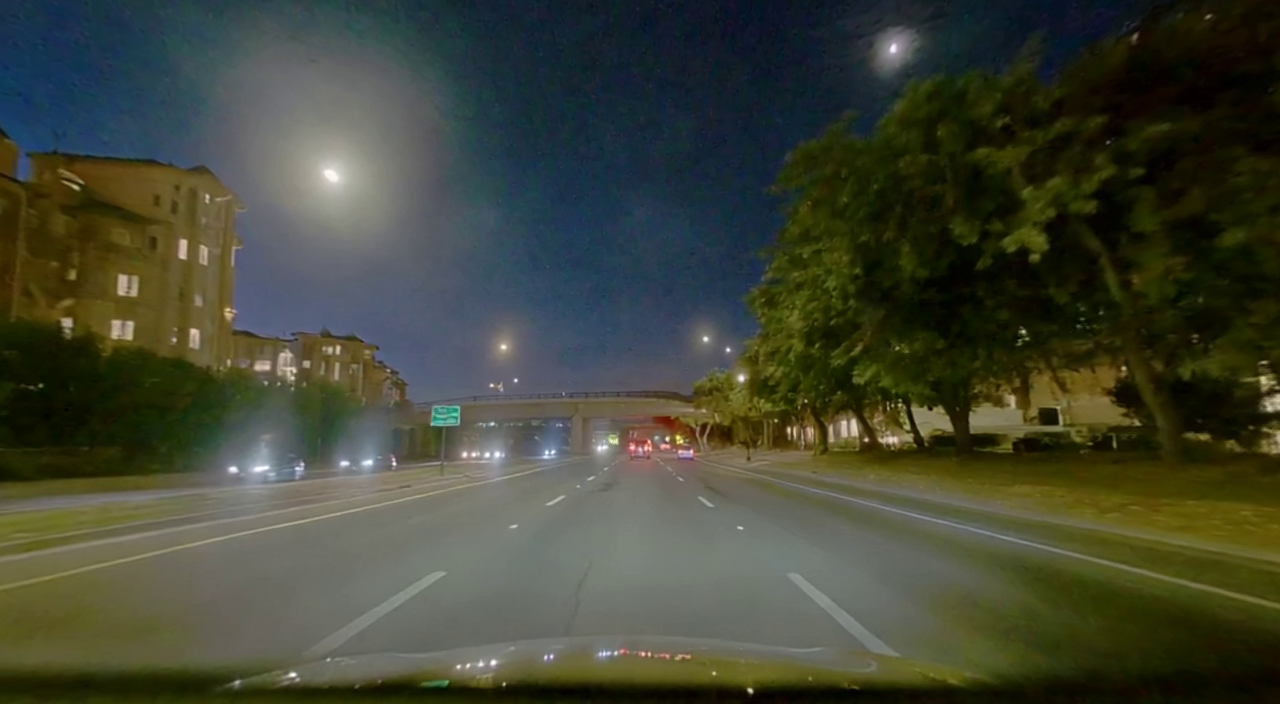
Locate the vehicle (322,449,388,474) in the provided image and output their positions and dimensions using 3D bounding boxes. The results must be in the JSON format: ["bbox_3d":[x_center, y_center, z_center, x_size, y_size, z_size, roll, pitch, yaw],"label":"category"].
[{"bbox_3d":[-18.480,7.092,41.219,1.911,1.536,5.073,0,-8,0],"label":"vehicle"}]

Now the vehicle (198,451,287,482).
[{"bbox_3d":[-21.919,6.291,35.106,1.873,1.524,4.749,0,-8,0],"label":"vehicle"}]
